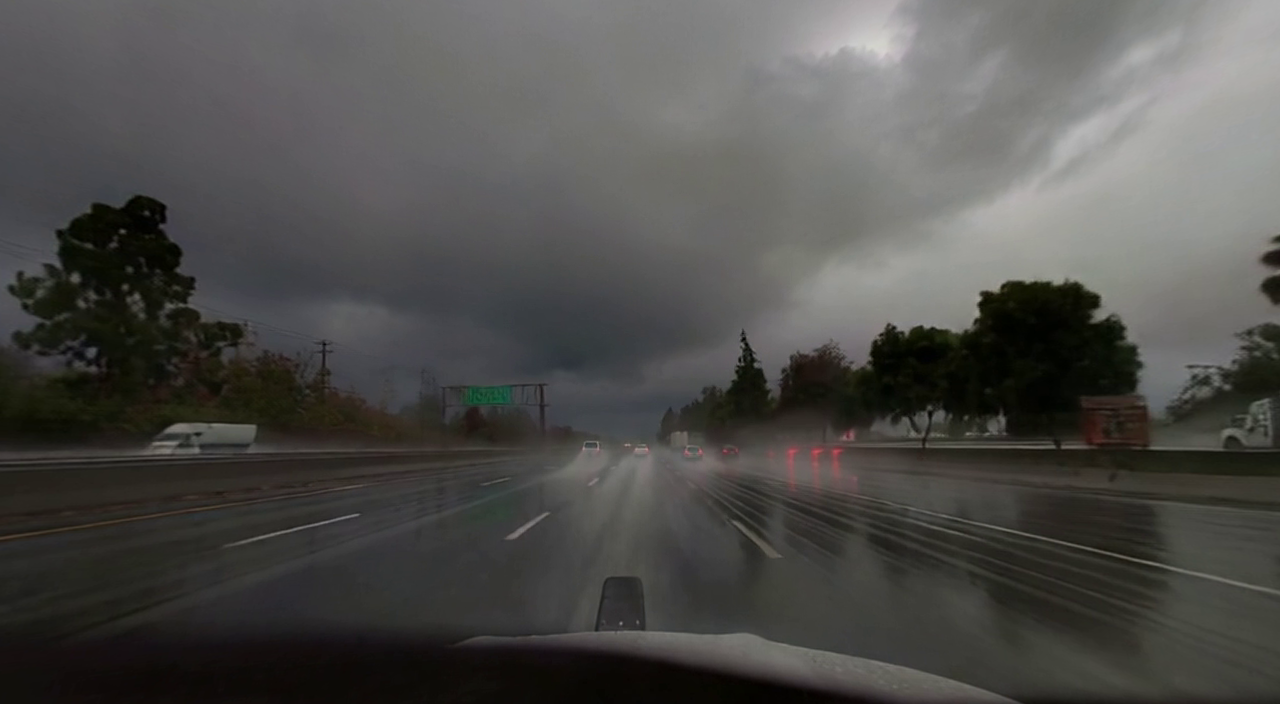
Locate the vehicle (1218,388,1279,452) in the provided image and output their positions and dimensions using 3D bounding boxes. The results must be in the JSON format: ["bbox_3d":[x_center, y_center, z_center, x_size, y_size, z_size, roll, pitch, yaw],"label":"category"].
[{"bbox_3d":[41.802,4.509,41.221,2.985,3.956,4.846,0,-9,1],"label":"vehicle"}]

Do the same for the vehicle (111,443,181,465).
[{"bbox_3d":[-35.082,7.237,44.839,1.689,1.526,3.848,0,-9,2],"label":"vehicle"}]

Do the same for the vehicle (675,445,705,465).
[{"bbox_3d":[3.901,8.152,49.847,2.076,1.506,4.050,0,-9,0],"label":"vehicle"}]
